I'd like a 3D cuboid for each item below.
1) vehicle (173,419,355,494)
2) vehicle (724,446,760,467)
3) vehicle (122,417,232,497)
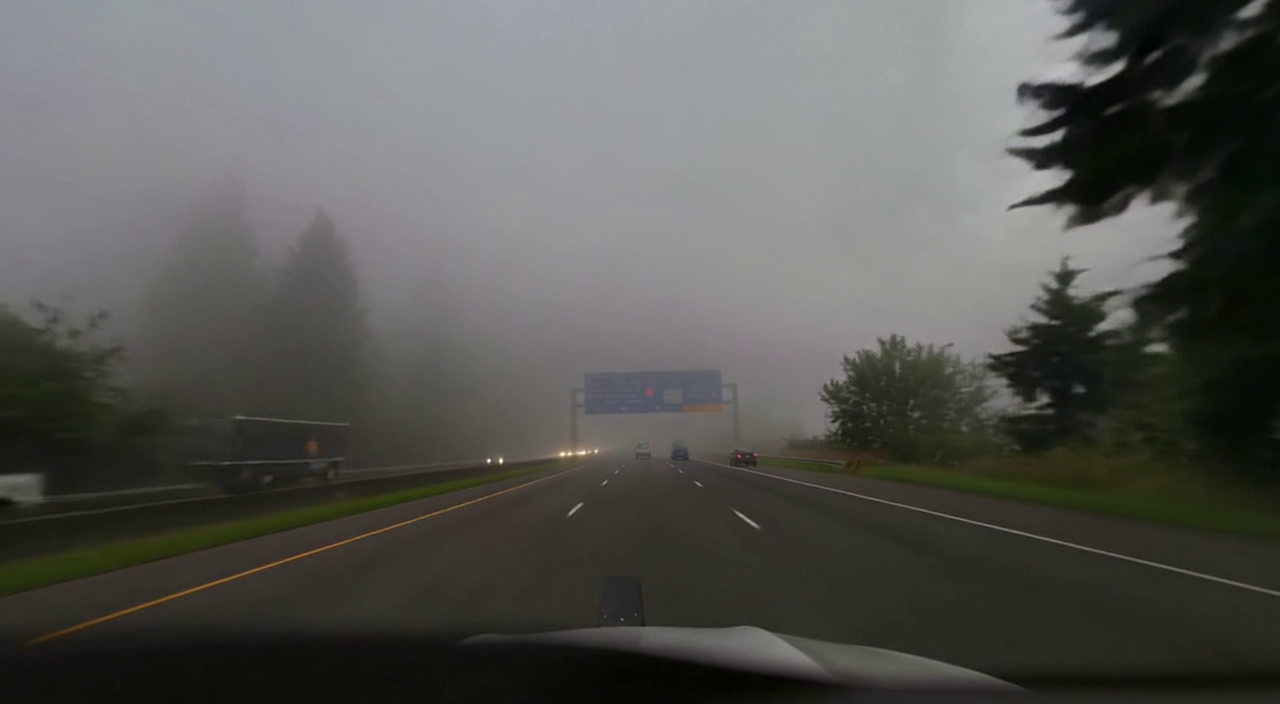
[{"bbox_3d":[-23.077,6.619,40.424,2.873,3.938,14.225,0,-9,0],"label":"vehicle"},{"bbox_3d":[7.781,7.993,48.456,1.943,1.493,4.507,0,-9,-1],"label":"vehicle"},{"bbox_3d":[-23.219,5.258,31.766,2.986,3.775,2.915,0,-9,-1],"label":"vehicle"}]
